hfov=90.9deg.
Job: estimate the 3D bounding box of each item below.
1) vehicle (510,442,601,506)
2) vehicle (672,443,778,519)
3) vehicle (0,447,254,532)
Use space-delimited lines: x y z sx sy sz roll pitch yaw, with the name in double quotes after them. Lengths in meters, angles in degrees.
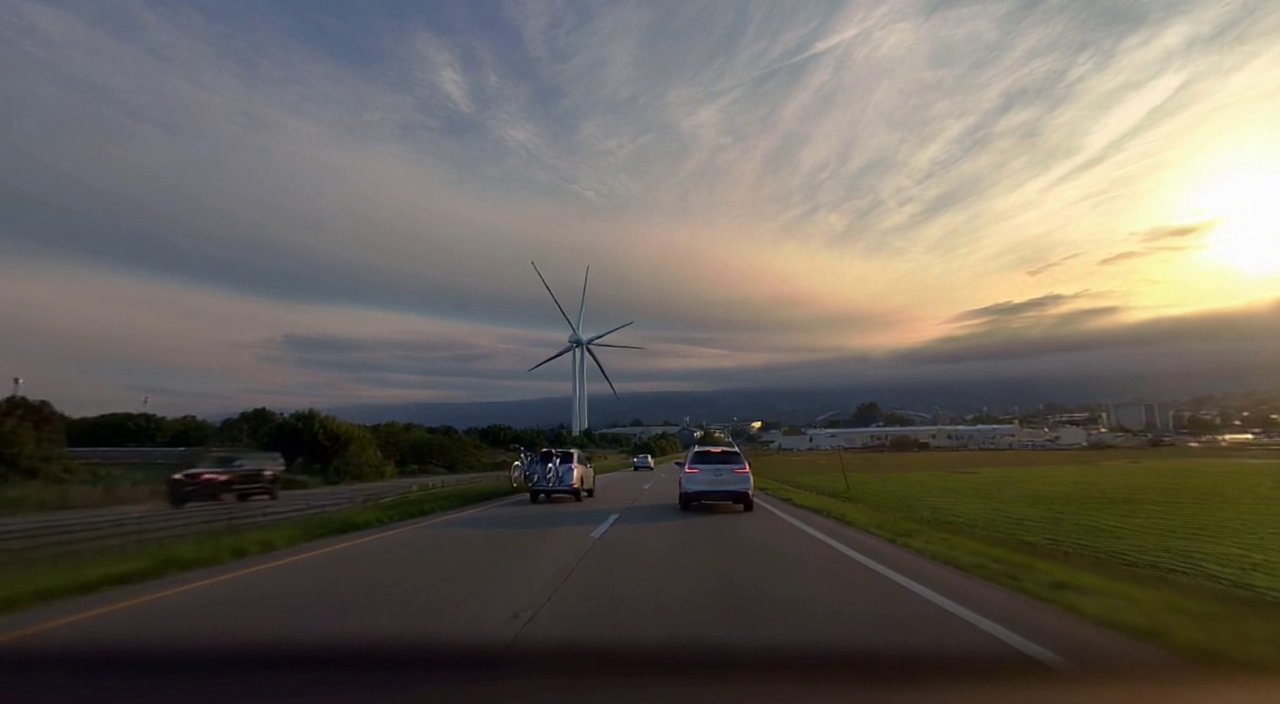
-2.384 3.590 18.918 1.962 1.681 4.033 -1 -9 3 "vehicle"
1.884 3.027 15.272 2.063 1.582 3.955 0 -9 1 "vehicle"
-10.955 2.878 13.829 2.088 1.545 4.230 -1 -9 3 "vehicle"
